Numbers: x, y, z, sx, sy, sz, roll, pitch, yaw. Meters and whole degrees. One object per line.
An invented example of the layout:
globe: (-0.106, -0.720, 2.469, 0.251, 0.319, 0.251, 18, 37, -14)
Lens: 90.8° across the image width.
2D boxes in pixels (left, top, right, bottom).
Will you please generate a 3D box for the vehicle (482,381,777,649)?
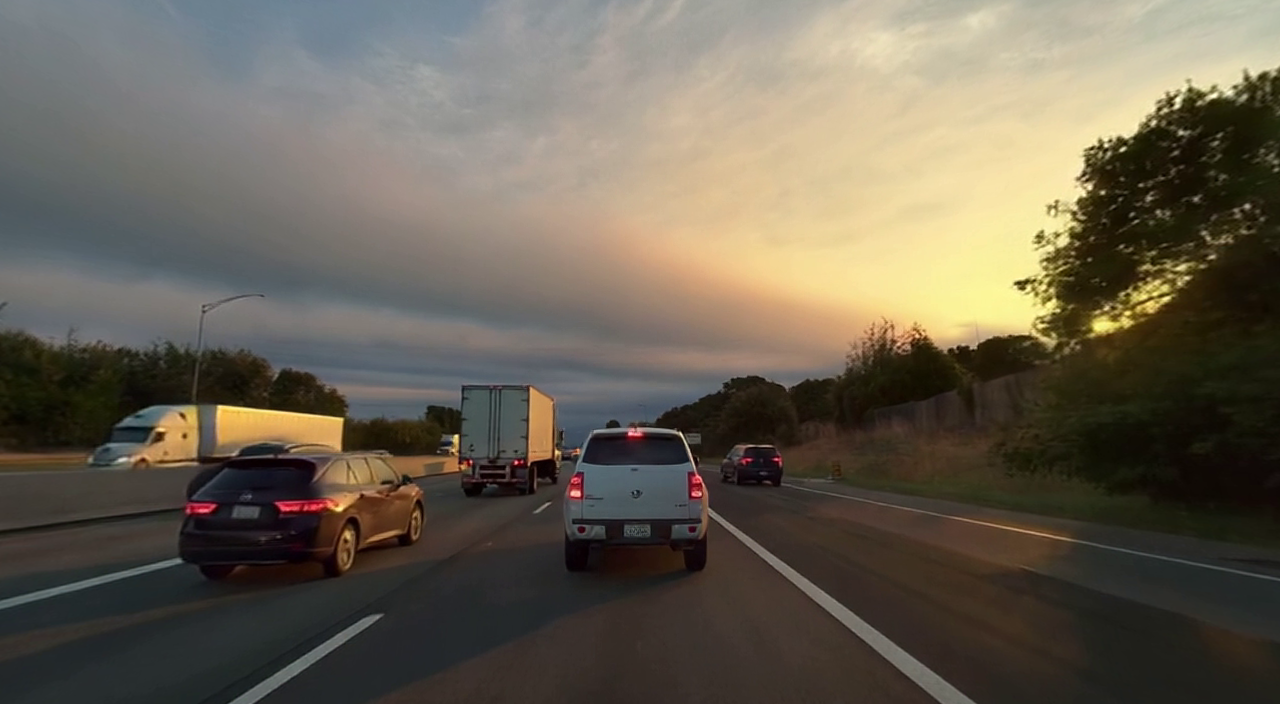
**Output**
vehicle: (-0.100, 1.360, 6.066, 1.995, 1.798, 3.380, 0, -9, -1)

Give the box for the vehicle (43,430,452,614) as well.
vehicle: (-3.933, 1.759, 7.504, 1.986, 1.501, 4.407, -1, -9, 1)
